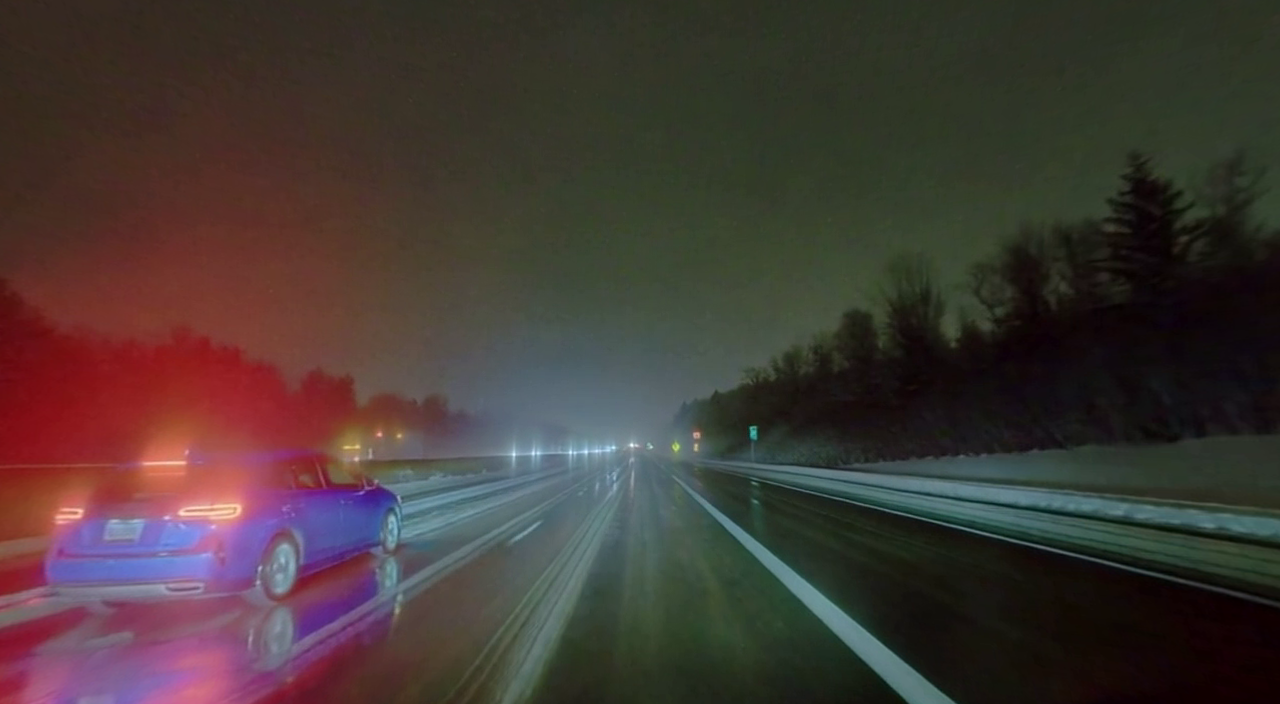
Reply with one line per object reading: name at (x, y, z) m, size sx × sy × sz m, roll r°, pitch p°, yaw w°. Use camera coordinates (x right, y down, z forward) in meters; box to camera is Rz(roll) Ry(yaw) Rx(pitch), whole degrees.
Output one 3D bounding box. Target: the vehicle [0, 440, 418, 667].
vehicle at (-3.851, 1.630, 6.141) m, size 1.935 × 1.479 × 3.787 m, roll 0°, pitch -9°, yaw 1°
